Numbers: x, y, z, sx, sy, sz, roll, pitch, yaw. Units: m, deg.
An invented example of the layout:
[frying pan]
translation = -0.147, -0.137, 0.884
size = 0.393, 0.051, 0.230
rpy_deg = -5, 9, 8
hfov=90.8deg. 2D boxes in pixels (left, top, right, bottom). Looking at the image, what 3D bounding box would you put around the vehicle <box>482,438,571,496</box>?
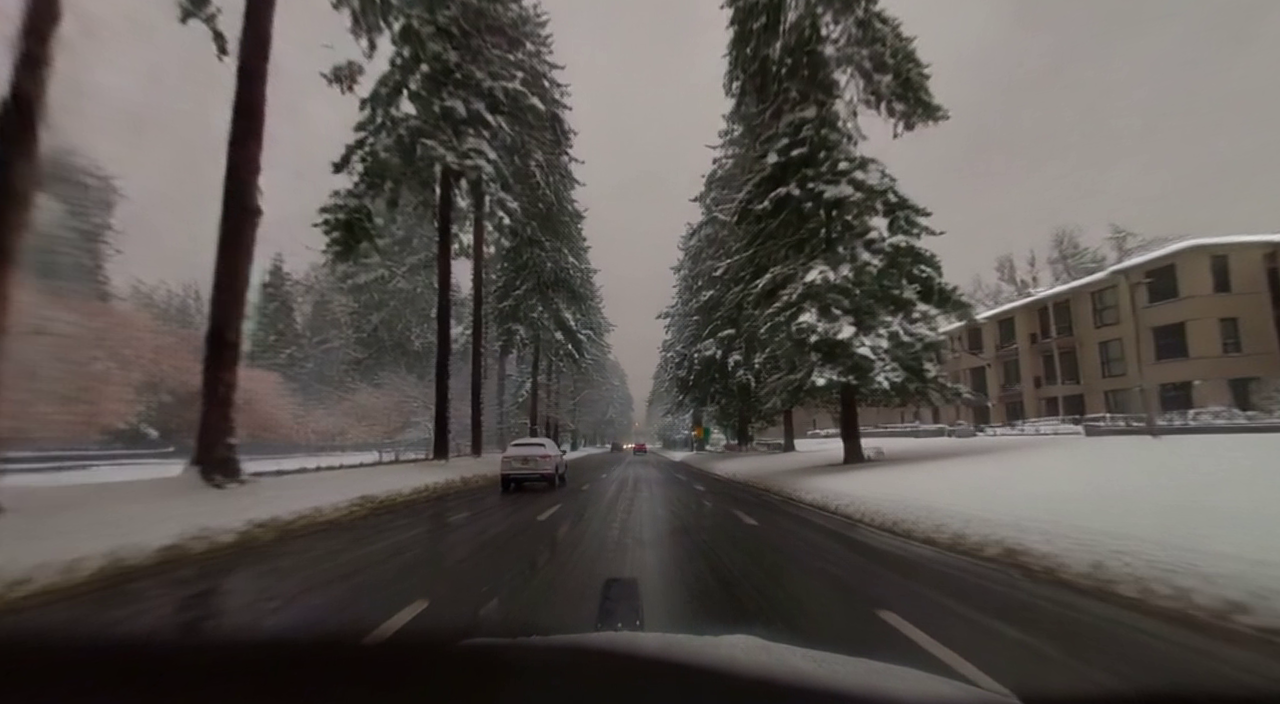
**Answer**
[vehicle]
translation = -3.379, 3.503, 19.663
size = 1.942, 1.588, 4.172
rpy_deg = 0, -9, 1
